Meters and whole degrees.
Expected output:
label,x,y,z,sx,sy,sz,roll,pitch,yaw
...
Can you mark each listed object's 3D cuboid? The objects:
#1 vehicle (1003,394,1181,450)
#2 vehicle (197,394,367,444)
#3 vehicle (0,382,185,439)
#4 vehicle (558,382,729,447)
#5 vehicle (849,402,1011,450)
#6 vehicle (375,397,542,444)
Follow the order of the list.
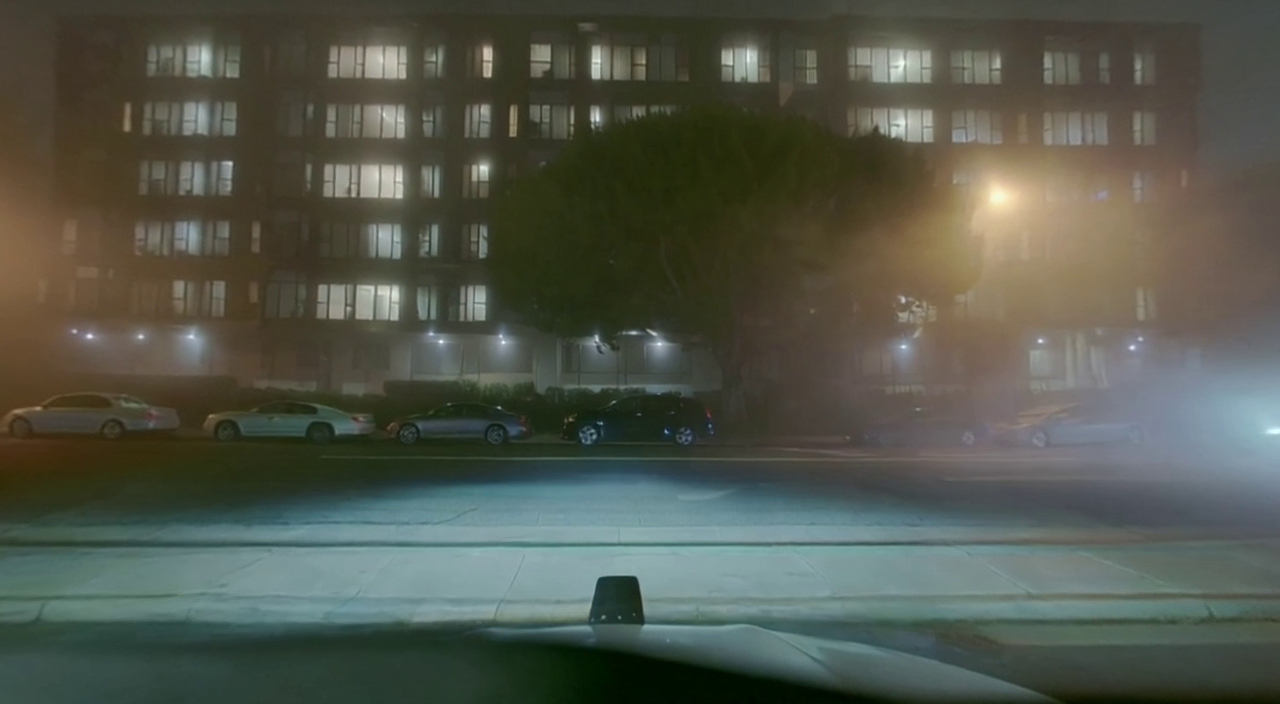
label,x,y,z,sx,sy,sz,roll,pitch,yaw
vehicle,15.057,2.317,21.244,4.544,1.780,1.966,0,-3,-1
vehicle,-11.390,2.176,20.335,4.336,1.438,1.776,2,-7,-3
vehicle,-17.475,1.894,20.063,4.426,1.641,1.889,1,-8,-5
vehicle,0.066,2.095,20.636,5.299,1.860,2.098,2,-9,-5
vehicle,9.457,2.437,20.808,4.521,1.411,1.726,2,-6,-3
vehicle,-5.748,2.253,20.477,4.851,1.339,1.785,1,-9,-2
